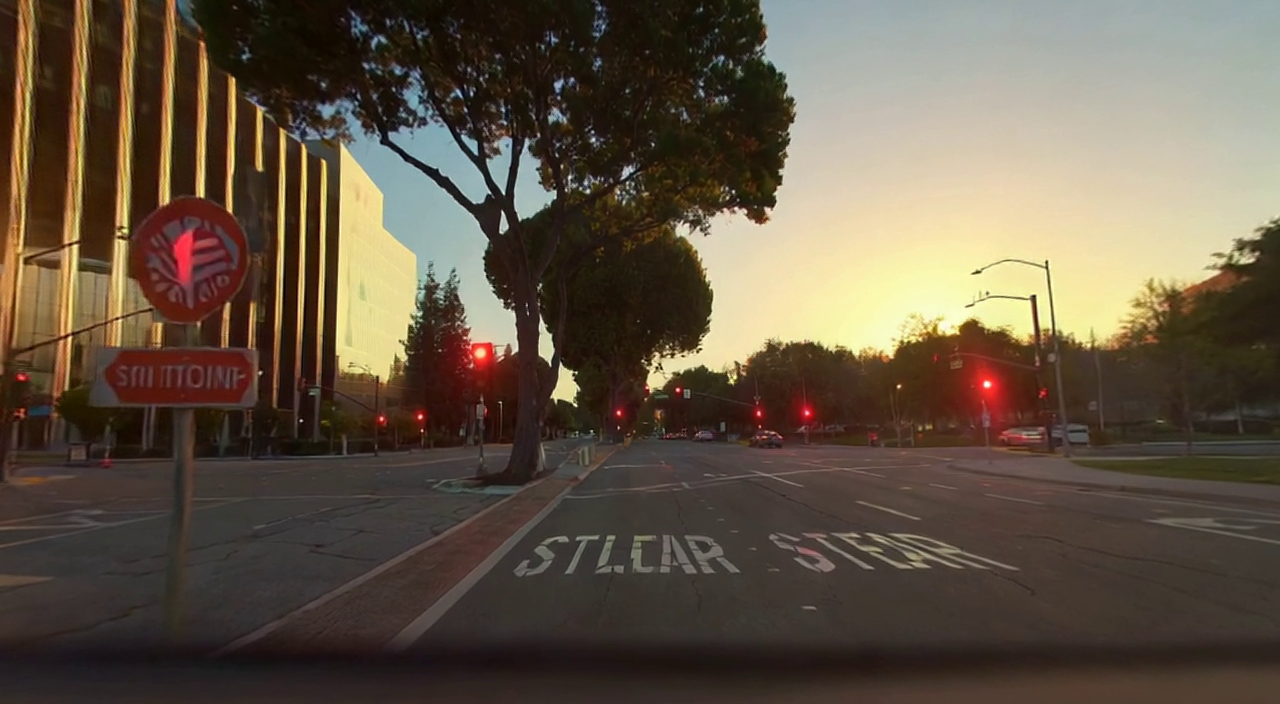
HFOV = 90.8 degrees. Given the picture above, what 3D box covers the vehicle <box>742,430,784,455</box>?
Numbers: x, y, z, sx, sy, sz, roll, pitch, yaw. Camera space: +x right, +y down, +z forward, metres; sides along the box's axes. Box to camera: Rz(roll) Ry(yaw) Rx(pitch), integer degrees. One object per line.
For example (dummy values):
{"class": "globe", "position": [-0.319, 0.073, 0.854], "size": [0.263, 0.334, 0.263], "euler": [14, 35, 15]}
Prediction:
{"class": "vehicle", "position": [9.613, 7.132, 49.590], "size": [2.156, 1.881, 4.743], "euler": [0, -8, -2]}
